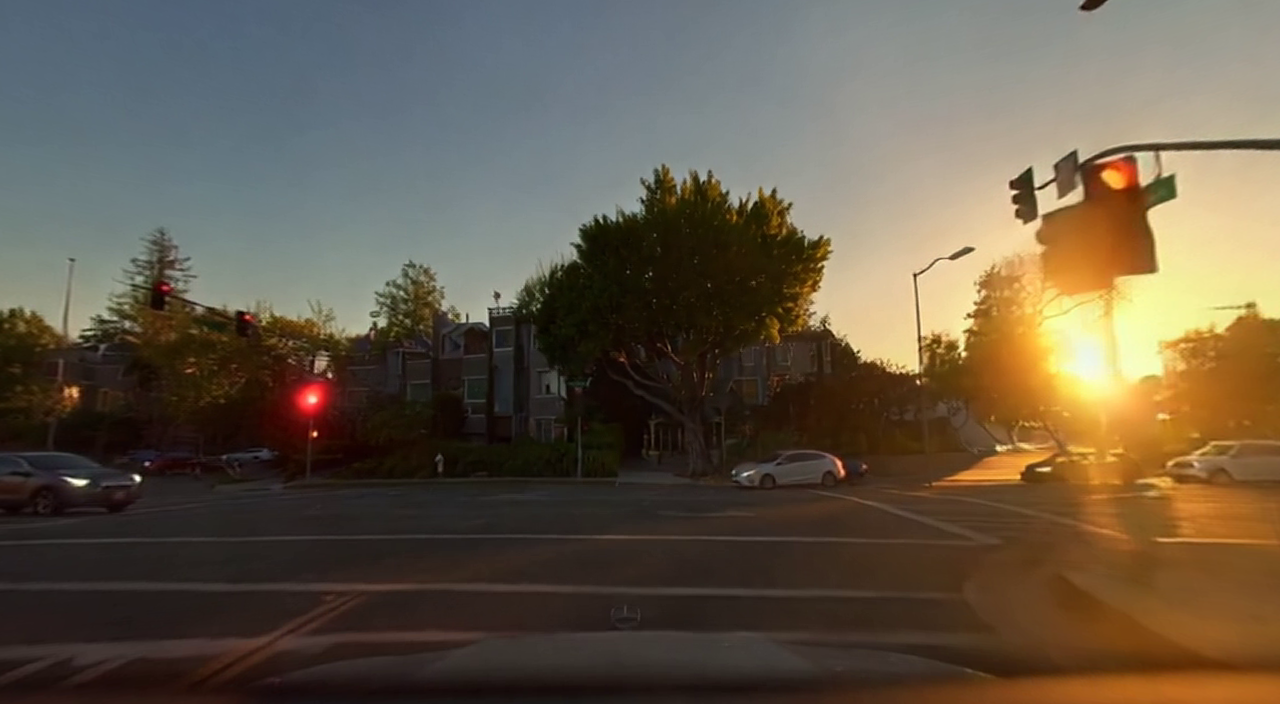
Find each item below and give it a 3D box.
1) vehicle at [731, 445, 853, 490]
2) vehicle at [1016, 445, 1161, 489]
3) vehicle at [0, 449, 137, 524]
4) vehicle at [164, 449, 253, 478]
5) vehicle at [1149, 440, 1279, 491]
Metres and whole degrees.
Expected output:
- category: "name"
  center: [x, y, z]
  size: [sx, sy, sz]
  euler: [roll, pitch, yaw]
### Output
- category: "vehicle"
  center: [5.242, 4.045, 22.223]
  size: [3.815, 1.504, 1.790]
  euler: [0, -9, 1]
- category: "vehicle"
  center: [18.025, 4.633, 25.579]
  size: [4.326, 1.672, 1.903]
  euler: [0, -9, 2]
- category: "vehicle"
  center: [-14.017, 2.804, 13.447]
  size: [4.989, 1.442, 1.940]
  euler: [-1, -9, 3]
- category: "vehicle"
  center: [-24.546, 6.335, 36.141]
  size: [1.817, 1.488, 4.631]
  euler: [0, -9, 0]
- category: "vehicle"
  center: [20.780, 3.890, 21.821]
  size: [4.510, 1.673, 2.030]
  euler: [0, -9, 2]
